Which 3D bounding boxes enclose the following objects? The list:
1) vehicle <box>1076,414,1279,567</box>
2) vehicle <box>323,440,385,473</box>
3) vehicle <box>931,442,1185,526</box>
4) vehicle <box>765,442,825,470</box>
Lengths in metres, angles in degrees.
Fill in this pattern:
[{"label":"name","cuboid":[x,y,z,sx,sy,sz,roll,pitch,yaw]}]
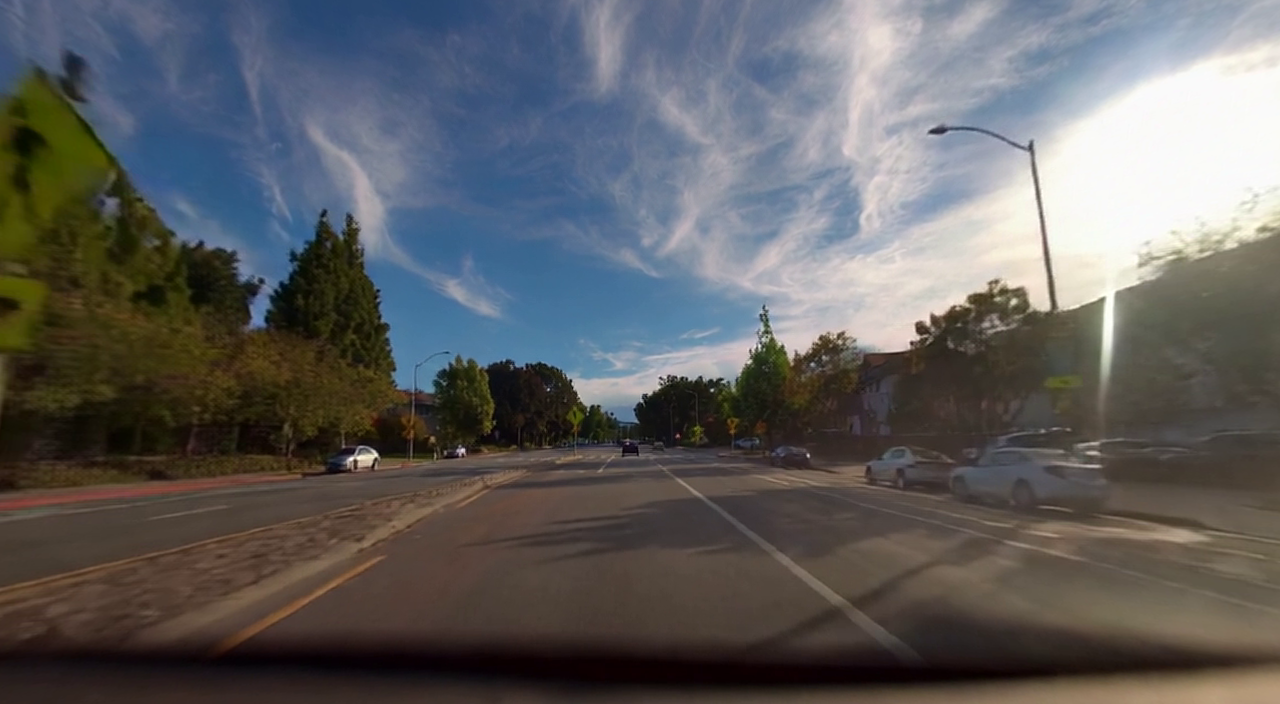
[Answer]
[{"label":"vehicle","cuboid":[8.747,1.798,8.512,2.100,1.821,4.991,0,-8,-1]},{"label":"vehicle","cuboid":[-18.548,6.747,41.199,1.994,1.874,4.502,-3,-8,-1]},{"label":"vehicle","cuboid":[8.486,2.674,13.570,1.992,1.455,4.829,1,-8,-3]},{"label":"vehicle","cuboid":[8.496,5.733,35.019,1.925,1.454,4.493,1,-8,-4]}]
